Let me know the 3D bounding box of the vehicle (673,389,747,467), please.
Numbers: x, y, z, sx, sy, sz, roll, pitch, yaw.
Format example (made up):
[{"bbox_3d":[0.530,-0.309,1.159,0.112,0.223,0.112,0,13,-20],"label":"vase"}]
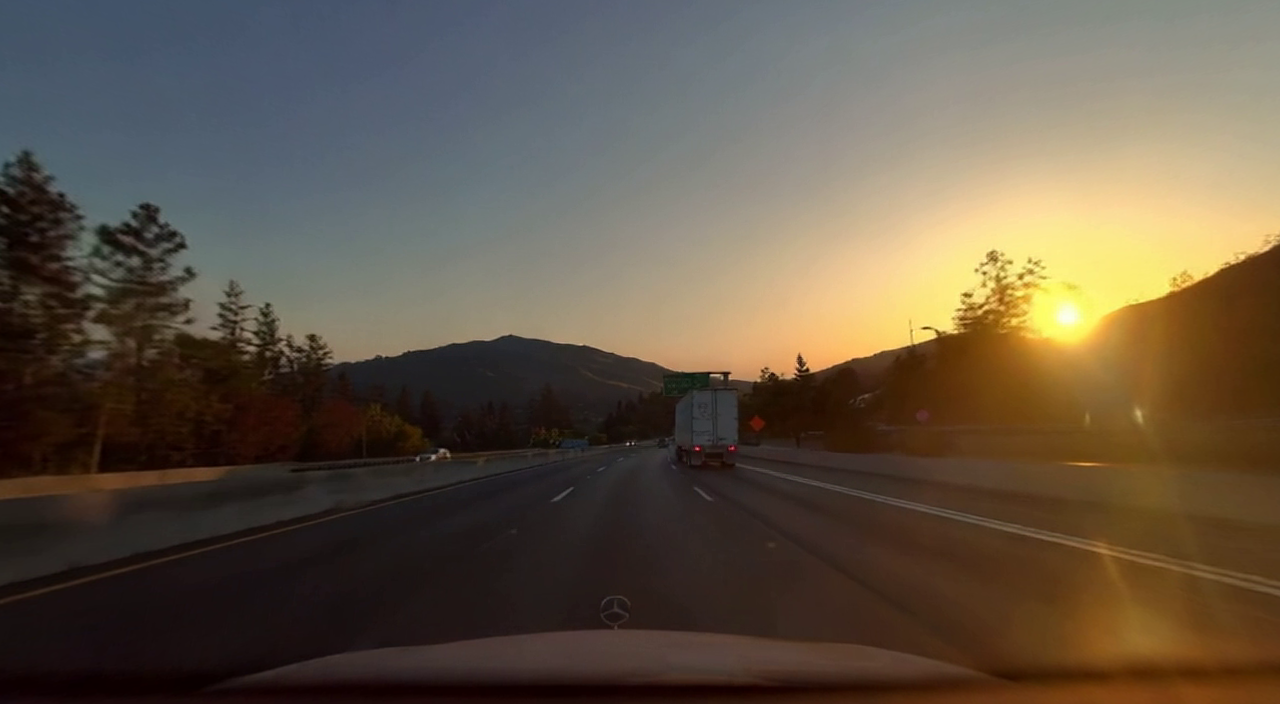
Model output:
[{"bbox_3d":[4.097,5.049,40.783,2.960,4.099,14.097,0,-8,-1],"label":"vehicle"}]
